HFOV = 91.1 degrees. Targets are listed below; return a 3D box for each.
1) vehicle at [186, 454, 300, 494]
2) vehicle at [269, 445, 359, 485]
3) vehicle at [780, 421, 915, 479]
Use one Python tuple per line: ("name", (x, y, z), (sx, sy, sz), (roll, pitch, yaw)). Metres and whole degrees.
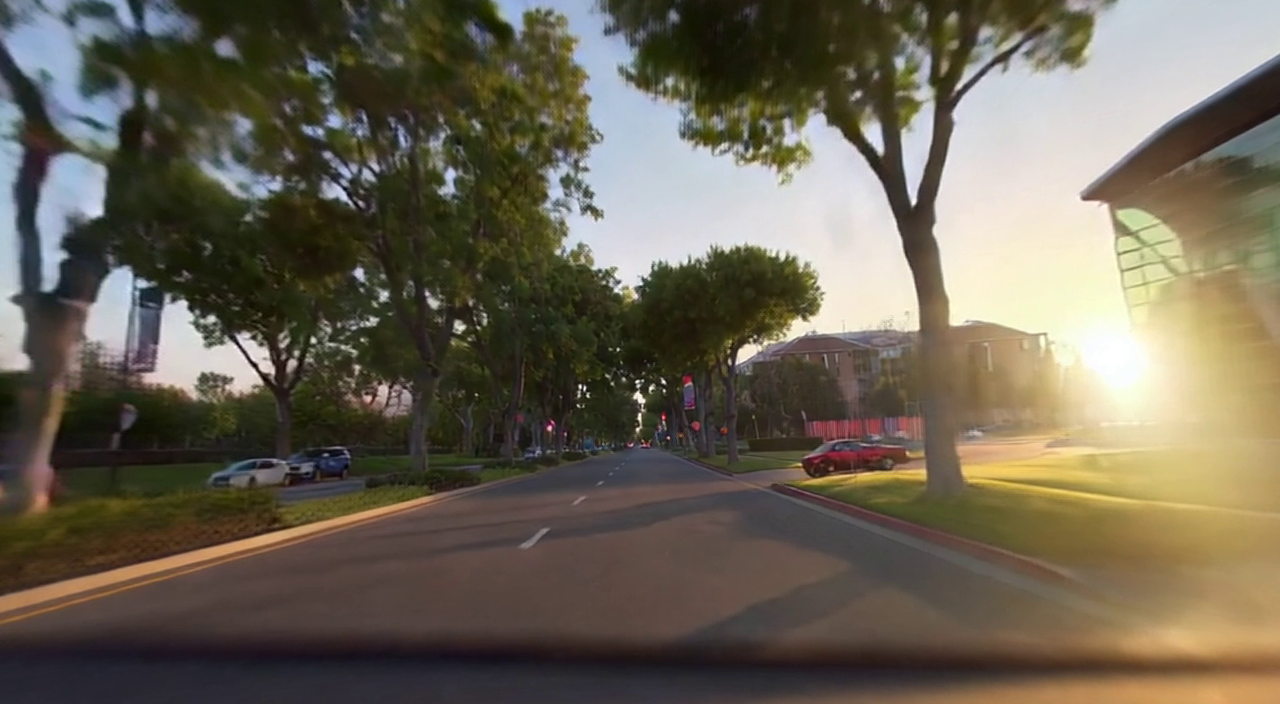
("vehicle", (-17.402, 5.326, 27.857), (1.873, 1.544, 4.794), (0, -8, 1))
("vehicle", (-17.262, 5.959, 33.574), (2.301, 1.821, 4.731), (-4, -8, 1))
("vehicle", (8.682, 4.145, 26.629), (4.716, 1.672, 2.330), (-8, -8, -2))
